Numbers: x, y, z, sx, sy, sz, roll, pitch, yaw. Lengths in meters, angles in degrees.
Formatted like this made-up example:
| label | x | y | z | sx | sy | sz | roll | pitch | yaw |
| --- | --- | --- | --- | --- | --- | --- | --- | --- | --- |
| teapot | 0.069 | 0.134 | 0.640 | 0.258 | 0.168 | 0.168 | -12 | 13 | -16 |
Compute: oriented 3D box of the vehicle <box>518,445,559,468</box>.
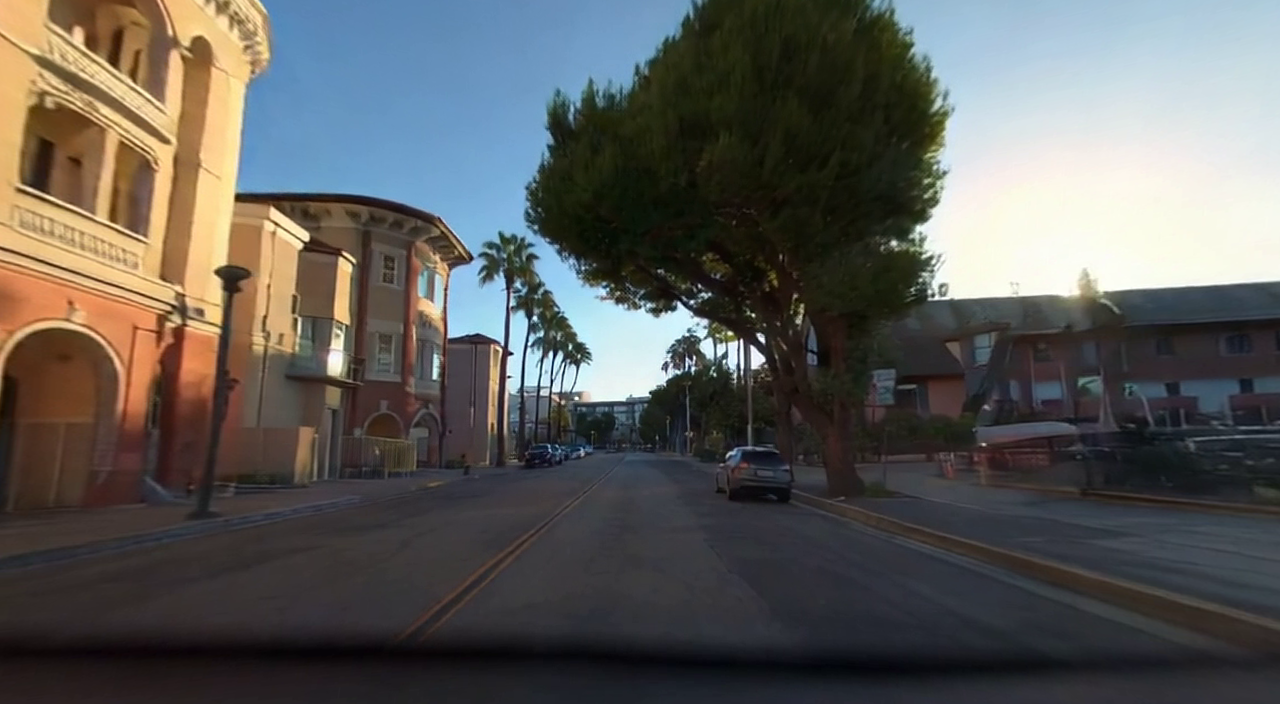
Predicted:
| label | x | y | z | sx | sy | sz | roll | pitch | yaw |
| --- | --- | --- | --- | --- | --- | --- | --- | --- | --- |
| vehicle | -6.752 | 7.032 | 42.592 | 2.142 | 1.401 | 4.477 | 0 | -9 | -1 |

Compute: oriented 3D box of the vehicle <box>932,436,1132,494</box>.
| label | x | y | z | sx | sy | sz | roll | pitch | yaw |
| --- | --- | --- | --- | --- | --- | --- | --- | --- | --- |
| vehicle | 11.956 | 3.469 | 19.518 | 4.782 | 1.657 | 2.172 | 1 | -9 | -4 |

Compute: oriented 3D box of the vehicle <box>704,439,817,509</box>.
| label | x | y | z | sx | sy | sz | roll | pitch | yaw |
| --- | --- | --- | --- | --- | --- | --- | --- | --- | --- |
| vehicle | 2.920 | 3.040 | 16.260 | 1.985 | 1.543 | 4.112 | 1 | -8 | -2 |
